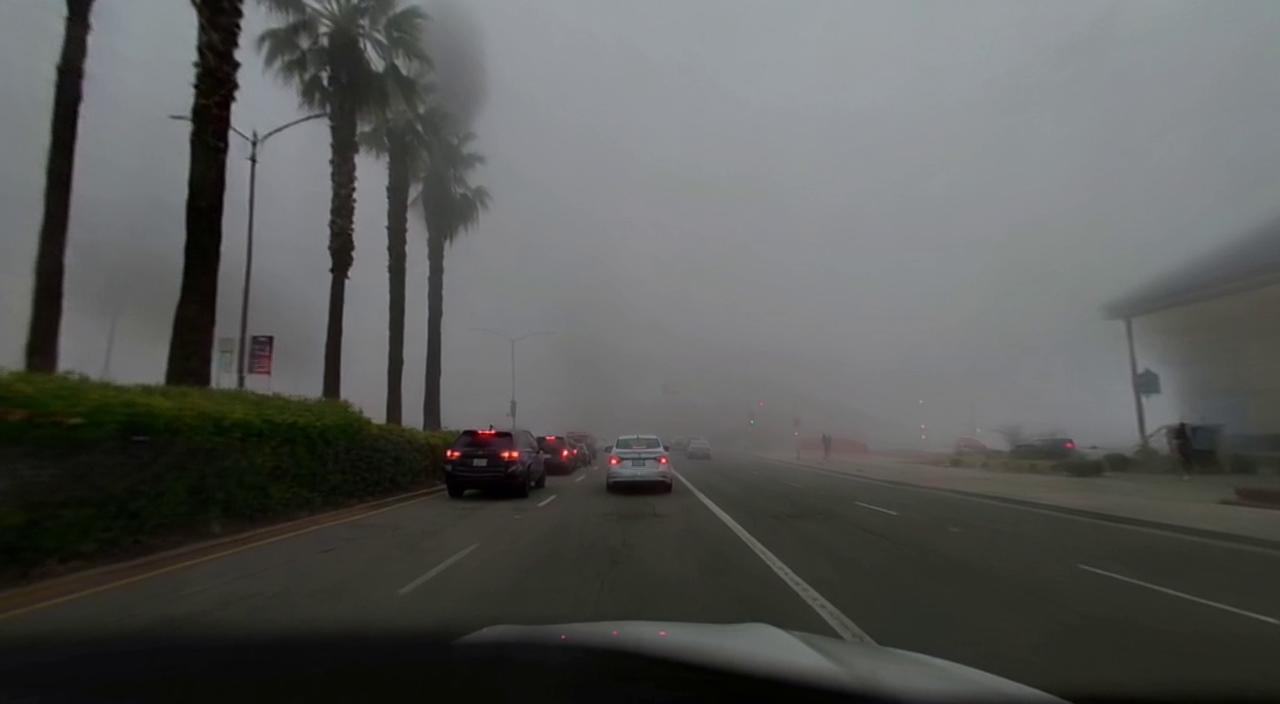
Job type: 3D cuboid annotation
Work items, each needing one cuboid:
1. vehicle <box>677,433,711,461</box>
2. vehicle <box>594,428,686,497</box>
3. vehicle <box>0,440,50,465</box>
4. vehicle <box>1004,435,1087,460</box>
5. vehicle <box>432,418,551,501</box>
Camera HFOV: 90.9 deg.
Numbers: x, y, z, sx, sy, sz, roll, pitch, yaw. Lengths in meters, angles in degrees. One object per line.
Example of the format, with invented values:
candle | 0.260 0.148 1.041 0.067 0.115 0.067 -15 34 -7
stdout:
vehicle | 3.712 6.727 44.455 1.992 1.834 4.572 0 -9 0
vehicle | -0.006 2.874 16.693 2.114 1.585 4.285 0 -9 0
vehicle | -36.961 5.837 36.757 1.608 1.428 3.457 -8 -12 42
vehicle | 25.438 6.020 39.622 3.914 1.427 1.779 -1 -8 1
vehicle | -3.469 2.611 15.610 1.914 1.741 4.398 0 -9 -1
